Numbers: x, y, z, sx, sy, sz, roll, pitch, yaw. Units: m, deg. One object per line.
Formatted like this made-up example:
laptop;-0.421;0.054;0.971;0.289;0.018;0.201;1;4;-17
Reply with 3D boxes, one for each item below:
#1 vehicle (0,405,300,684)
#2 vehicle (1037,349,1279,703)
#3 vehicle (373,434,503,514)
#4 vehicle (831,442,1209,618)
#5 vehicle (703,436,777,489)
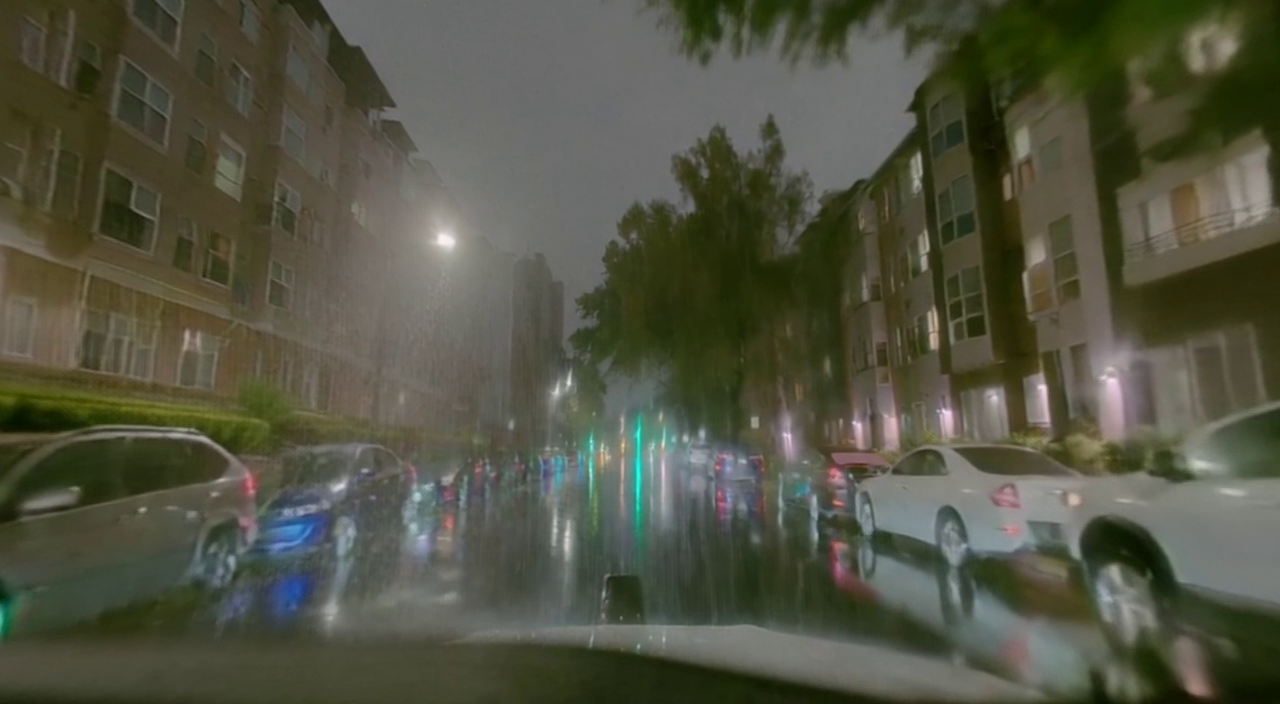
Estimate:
vehicle;-5.035;1.372;5.341;2.274;1.679;3.639;0;-8;0
vehicle;3.926;0.842;2.467;1.911;1.835;4.599;0;-8;3
vehicle;-4.939;3.011;16.191;1.922;1.728;4.628;0;-8;-2
vehicle;4.101;1.931;8.042;1.707;1.528;4.812;0;-8;-2
vehicle;3.646;4.154;24.083;1.912;1.781;5.159;0;-8;-1
